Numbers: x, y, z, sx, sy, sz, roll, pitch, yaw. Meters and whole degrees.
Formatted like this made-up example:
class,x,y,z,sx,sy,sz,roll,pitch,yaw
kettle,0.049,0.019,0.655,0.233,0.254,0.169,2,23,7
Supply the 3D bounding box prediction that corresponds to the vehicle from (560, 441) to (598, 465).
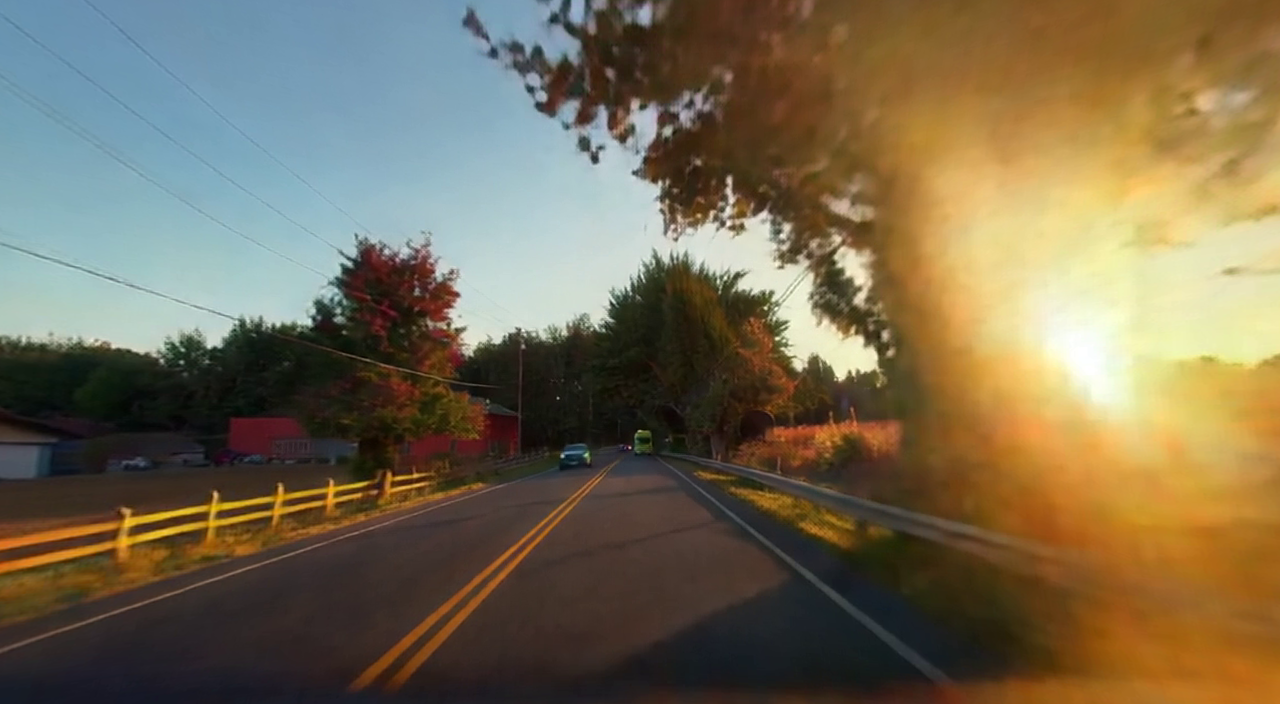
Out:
class,x,y,z,sx,sy,sz,roll,pitch,yaw
vehicle,-3.951,6.637,41.607,2.021,1.491,4.519,0,-8,0
